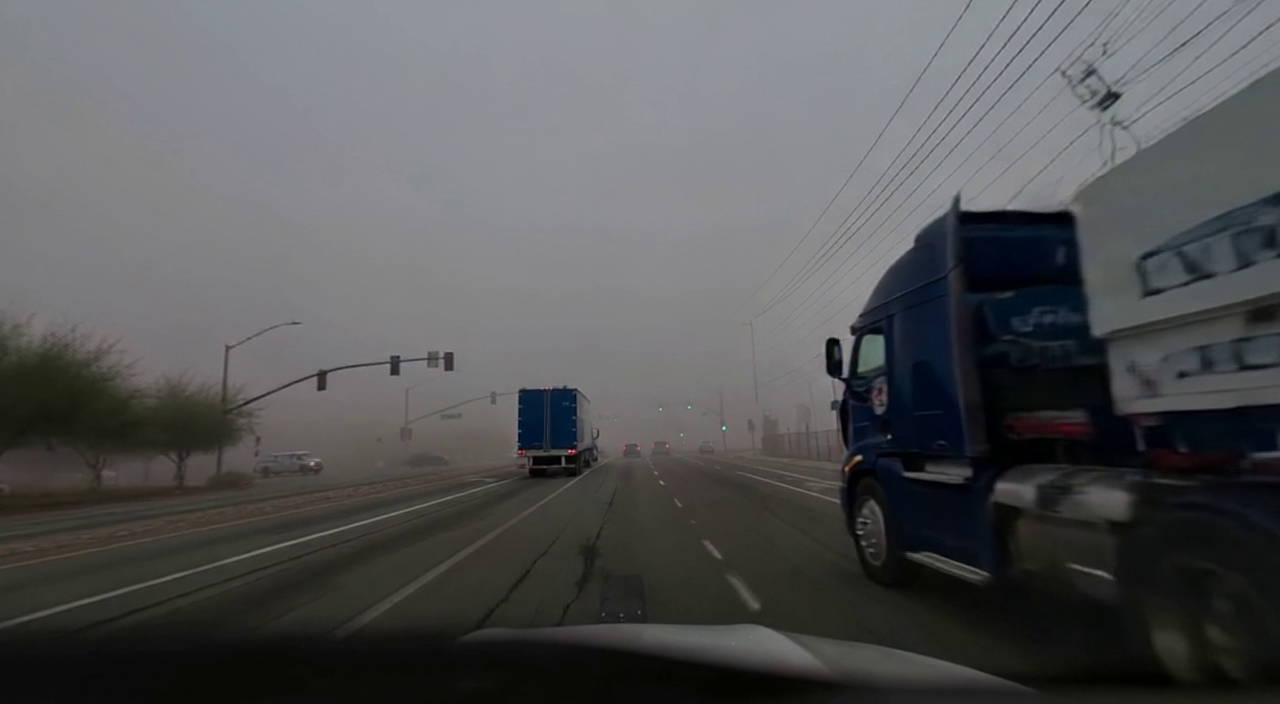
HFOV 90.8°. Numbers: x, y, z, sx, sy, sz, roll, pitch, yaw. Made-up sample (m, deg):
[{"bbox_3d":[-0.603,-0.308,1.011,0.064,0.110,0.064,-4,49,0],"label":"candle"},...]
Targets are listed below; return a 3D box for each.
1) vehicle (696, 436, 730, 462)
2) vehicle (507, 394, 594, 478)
[{"bbox_3d":[5.024,6.726,43.938,2.102,1.662,4.533,-1,-8,4],"label":"vehicle"},{"bbox_3d":[-3.912,3.995,29.626,2.889,3.347,8.285,0,-8,0],"label":"vehicle"}]
